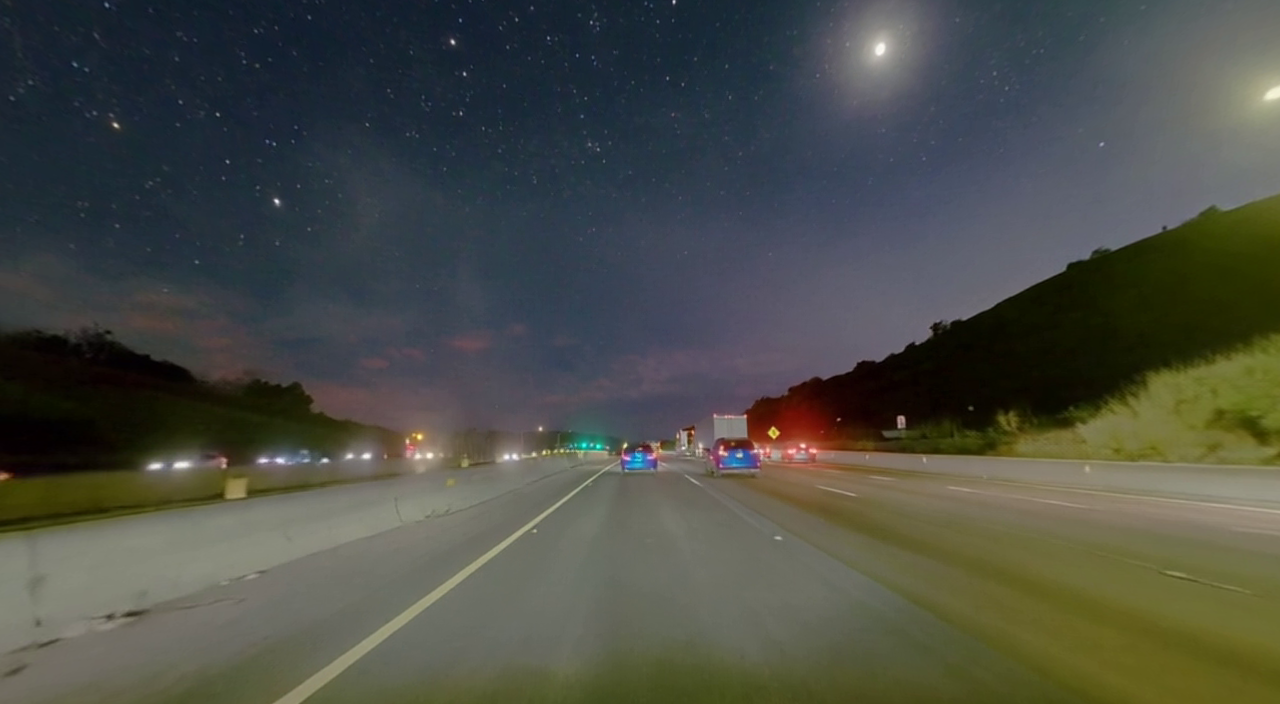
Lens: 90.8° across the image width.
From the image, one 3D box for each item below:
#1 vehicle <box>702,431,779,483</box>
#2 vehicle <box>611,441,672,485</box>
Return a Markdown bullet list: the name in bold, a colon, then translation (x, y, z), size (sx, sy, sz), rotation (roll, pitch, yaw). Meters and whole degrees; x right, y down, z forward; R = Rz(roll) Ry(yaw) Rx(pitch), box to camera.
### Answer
- **vehicle**: translation (3.742, 4.029, 24.405), size (2.098, 1.794, 4.561), rotation (0, -9, -2)
- **vehicle**: translation (0.013, 4.088, 23.607), size (2.083, 1.477, 3.965), rotation (0, -9, -1)
